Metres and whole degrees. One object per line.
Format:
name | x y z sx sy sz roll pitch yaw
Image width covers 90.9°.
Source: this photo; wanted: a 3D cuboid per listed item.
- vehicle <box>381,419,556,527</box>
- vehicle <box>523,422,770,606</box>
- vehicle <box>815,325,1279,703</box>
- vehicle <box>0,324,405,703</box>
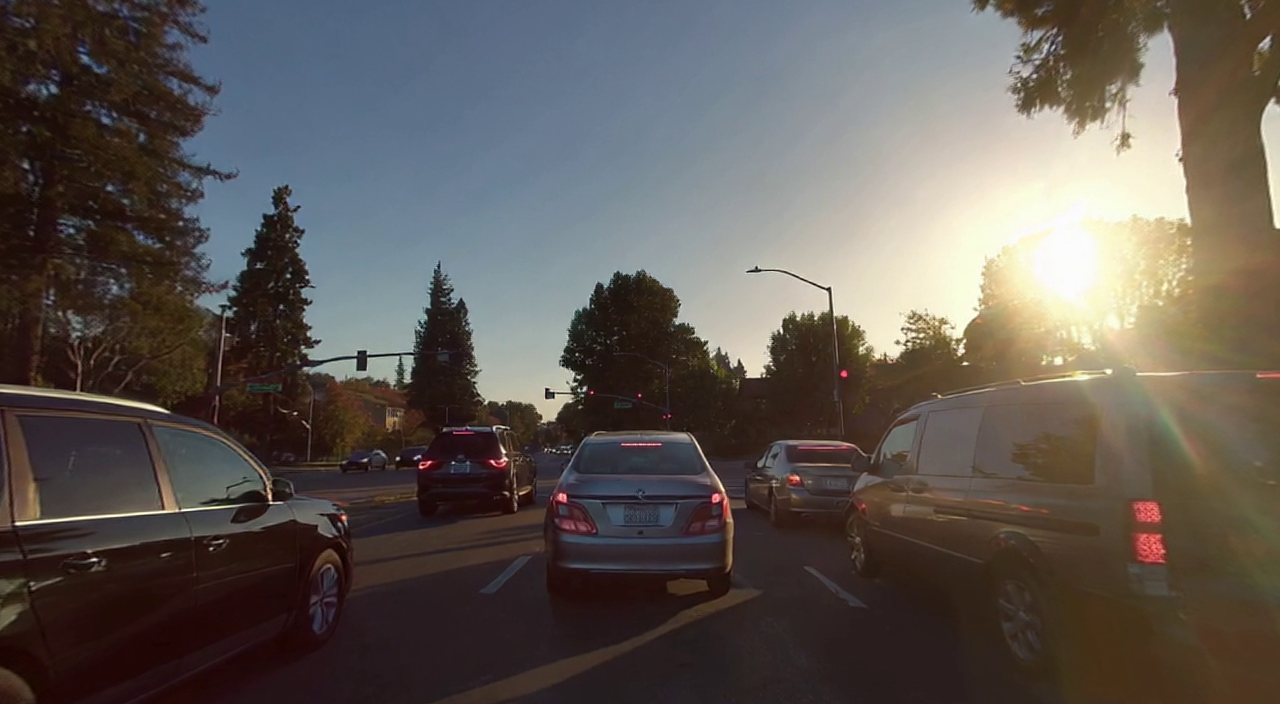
vehicle | -3.177 2.360 12.866 2.117 1.772 4.619 0 -8 2
vehicle | 0.031 1.622 7.204 2.021 1.490 3.948 0 -8 -1
vehicle | 3.218 1.136 5.002 2.141 1.833 4.704 0 -8 -2
vehicle | -3.109 0.963 3.361 1.982 1.721 4.261 0 -8 1
